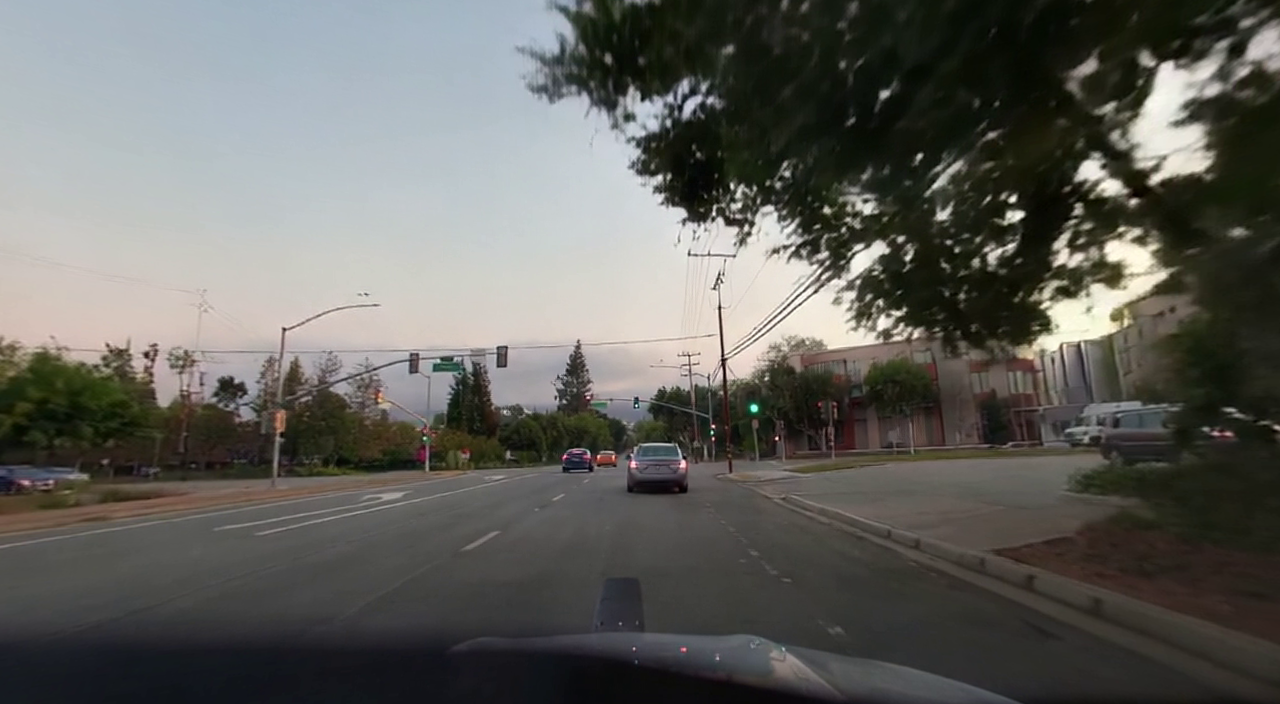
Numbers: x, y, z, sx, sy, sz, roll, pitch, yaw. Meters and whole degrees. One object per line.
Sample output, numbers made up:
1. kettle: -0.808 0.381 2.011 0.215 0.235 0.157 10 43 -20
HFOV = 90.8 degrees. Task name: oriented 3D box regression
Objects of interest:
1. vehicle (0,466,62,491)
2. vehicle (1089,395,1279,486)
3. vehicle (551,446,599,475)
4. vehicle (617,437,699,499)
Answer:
1. vehicle: -43.589 8.737 43.710 5.149 1.515 1.942 2 -10 -1
2. vehicle: 14.350 2.255 16.019 2.225 1.922 5.243 -1 -9 3
3. vehicle: -3.574 6.041 35.374 2.153 1.474 4.284 0 -9 1
4. vehicle: 0.503 3.366 18.686 2.156 1.636 3.923 0 -9 1
